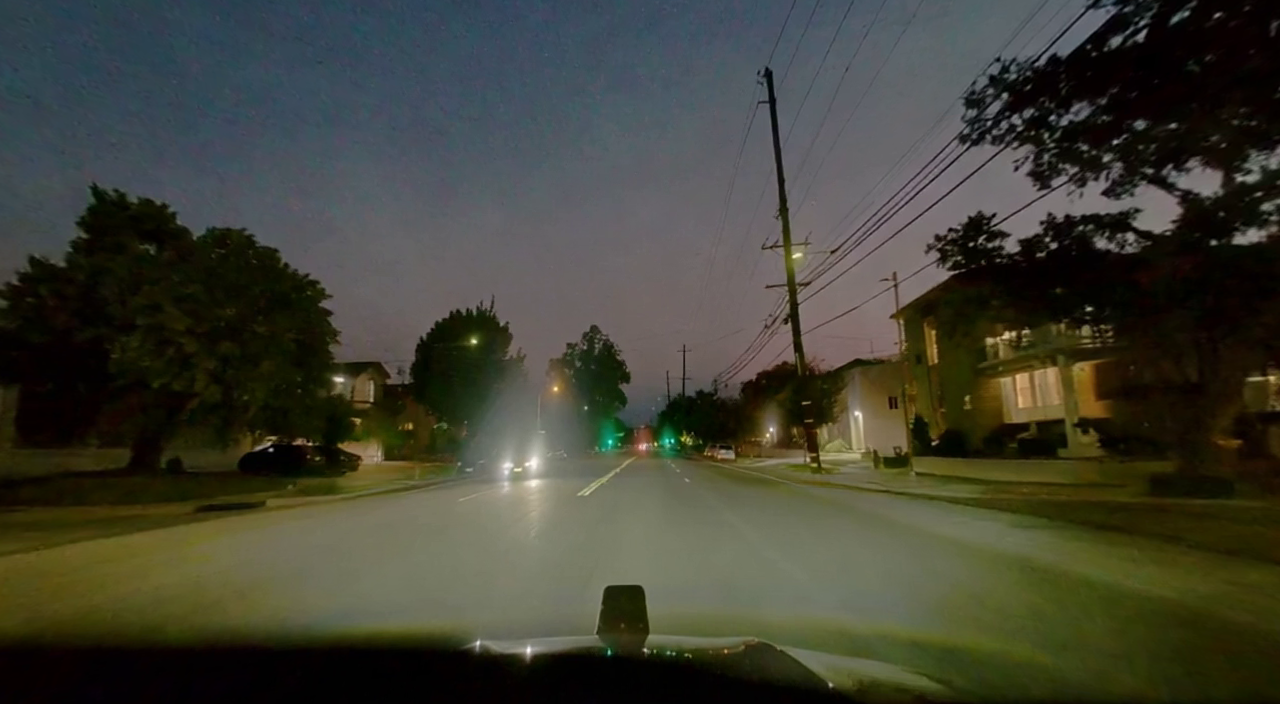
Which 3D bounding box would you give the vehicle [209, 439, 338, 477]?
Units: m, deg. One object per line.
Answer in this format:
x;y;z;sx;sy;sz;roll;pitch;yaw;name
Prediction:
-17.818;5.173;30.814;5.004;1.755;2.038;0;-8;0;vehicle

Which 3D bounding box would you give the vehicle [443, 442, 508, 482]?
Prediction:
-9.945;6.644;38.590;2.419;2.001;5.566;-3;-7;1;vehicle
